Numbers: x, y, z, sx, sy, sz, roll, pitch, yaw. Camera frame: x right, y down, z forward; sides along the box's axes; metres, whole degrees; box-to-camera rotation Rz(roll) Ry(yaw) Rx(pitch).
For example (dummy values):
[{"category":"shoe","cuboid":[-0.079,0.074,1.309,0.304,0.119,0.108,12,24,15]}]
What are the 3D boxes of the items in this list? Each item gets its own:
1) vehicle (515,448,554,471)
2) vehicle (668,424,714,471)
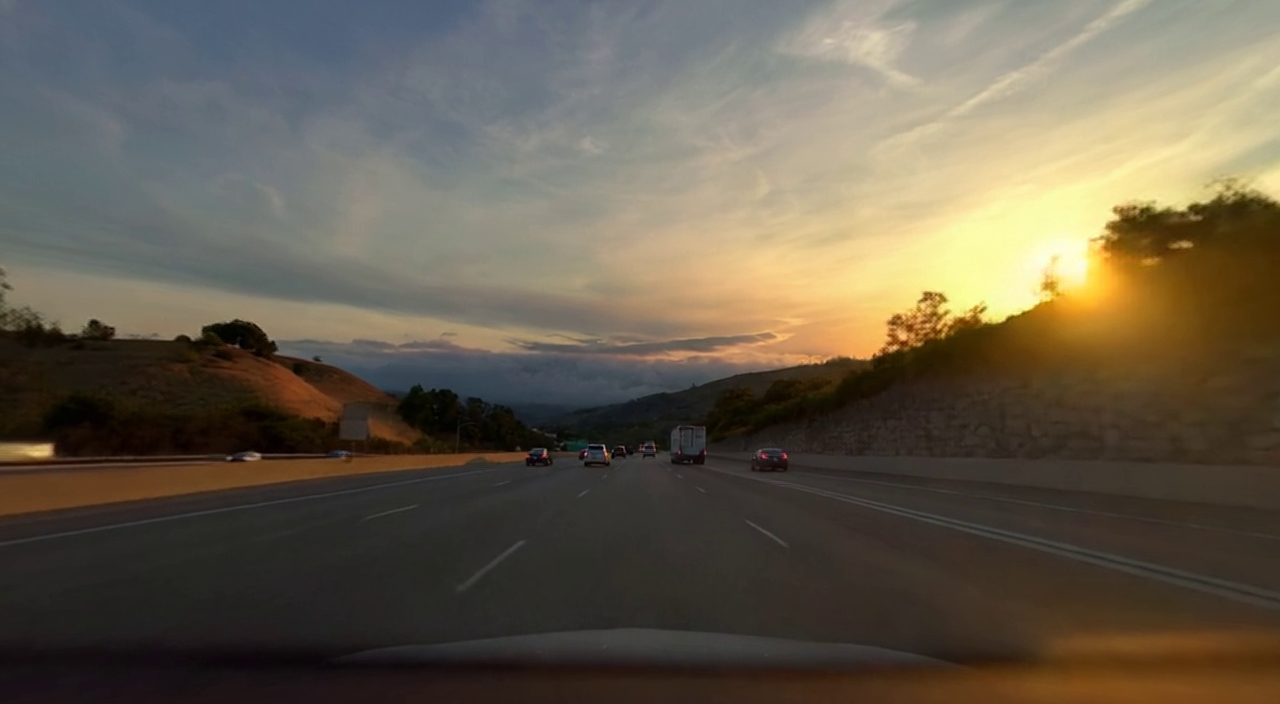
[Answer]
[{"category":"vehicle","cuboid":[-7.620,7.807,46.049,2.102,1.522,4.394,0,-8,0]},{"category":"vehicle","cuboid":[3.689,7.162,47.502,2.795,3.187,7.205,0,-8,0]}]
